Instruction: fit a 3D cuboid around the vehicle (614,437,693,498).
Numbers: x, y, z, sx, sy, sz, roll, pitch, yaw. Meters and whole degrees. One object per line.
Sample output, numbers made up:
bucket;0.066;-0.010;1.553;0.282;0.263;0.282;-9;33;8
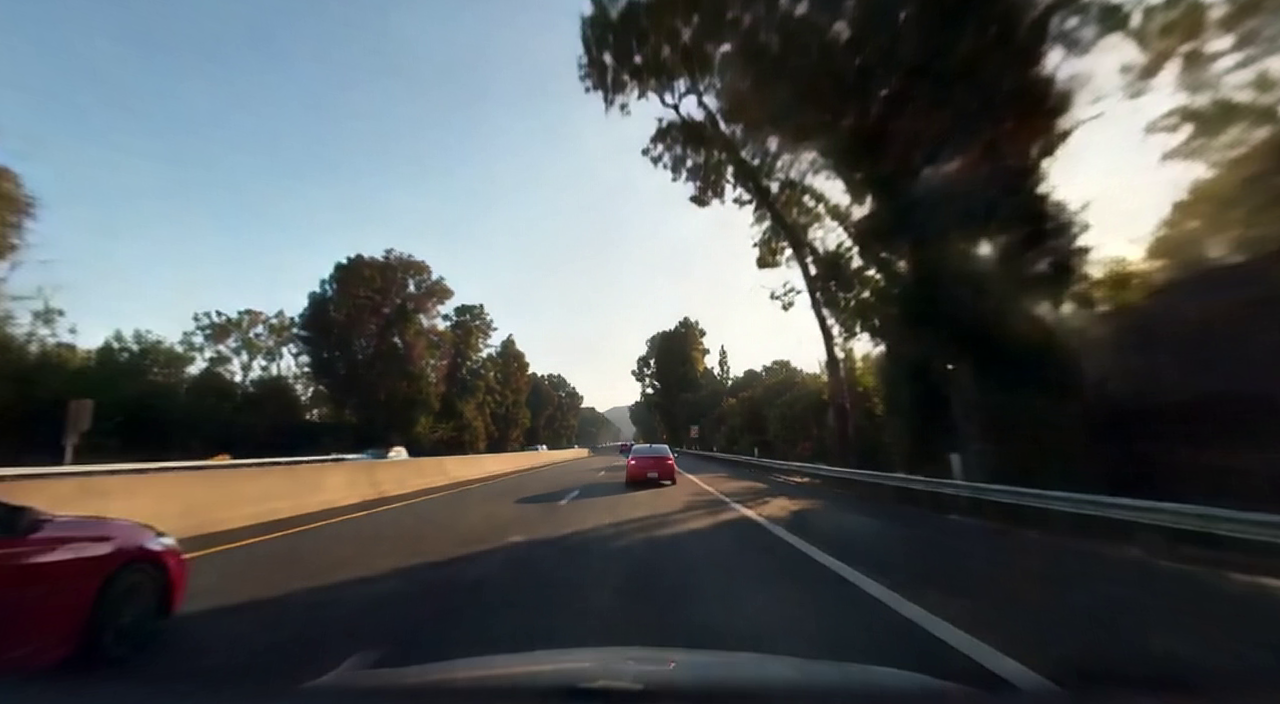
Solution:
vehicle;0.262;3.294;18.220;2.021;1.533;4.014;0;-9;-3

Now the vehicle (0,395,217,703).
vehicle;-3.697;0.837;1.718;2.083;1.548;4.251;0;-9;0

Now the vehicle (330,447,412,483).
vehicle;-12.917;5.428;30.428;1.982;1.590;4.564;0;-9;0
